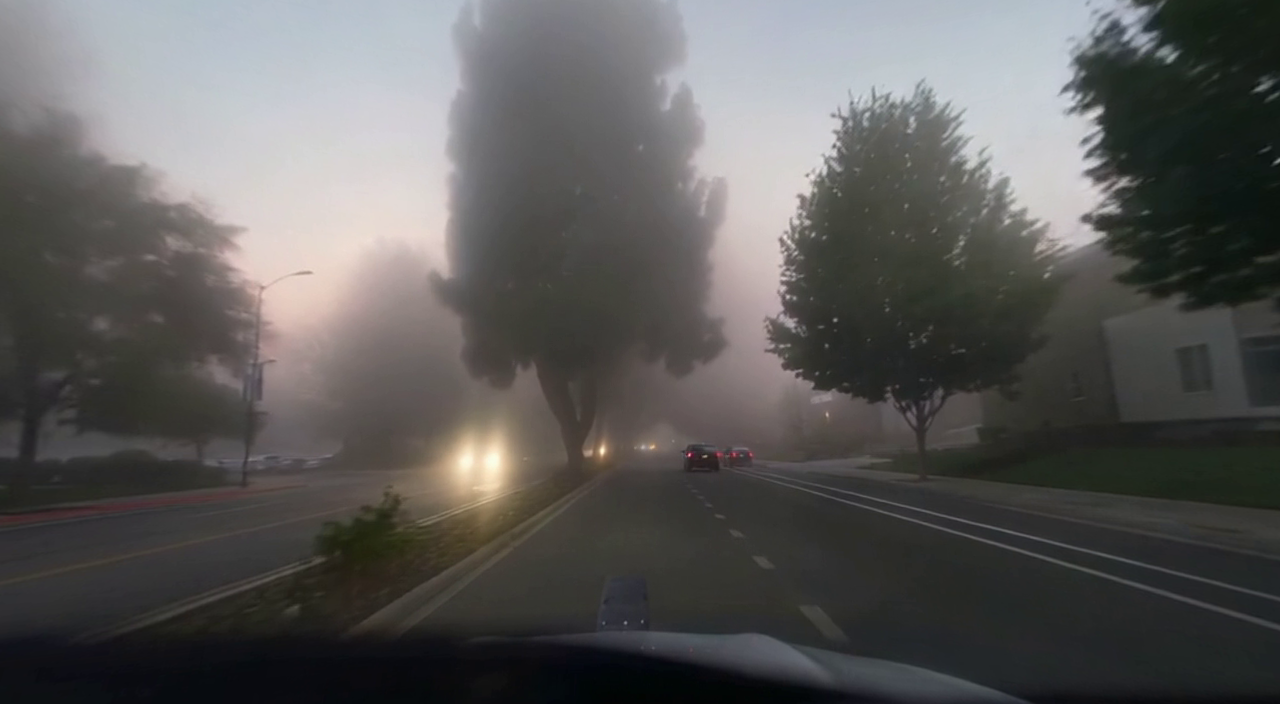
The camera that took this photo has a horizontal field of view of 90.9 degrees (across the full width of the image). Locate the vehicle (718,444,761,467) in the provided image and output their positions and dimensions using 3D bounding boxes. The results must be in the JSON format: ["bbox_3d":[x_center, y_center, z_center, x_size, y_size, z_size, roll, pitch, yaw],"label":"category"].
[{"bbox_3d":[6.725,7.029,43.051,2.100,1.491,4.563,0,-9,-1],"label":"vehicle"}]

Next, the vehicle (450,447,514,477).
[{"bbox_3d":[-8.427,5.917,34.133,2.283,1.509,4.272,0,-9,1],"label":"vehicle"}]

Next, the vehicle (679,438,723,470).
[{"bbox_3d":[3.558,6.090,37.770,2.143,1.759,4.378,0,-9,-1],"label":"vehicle"}]
